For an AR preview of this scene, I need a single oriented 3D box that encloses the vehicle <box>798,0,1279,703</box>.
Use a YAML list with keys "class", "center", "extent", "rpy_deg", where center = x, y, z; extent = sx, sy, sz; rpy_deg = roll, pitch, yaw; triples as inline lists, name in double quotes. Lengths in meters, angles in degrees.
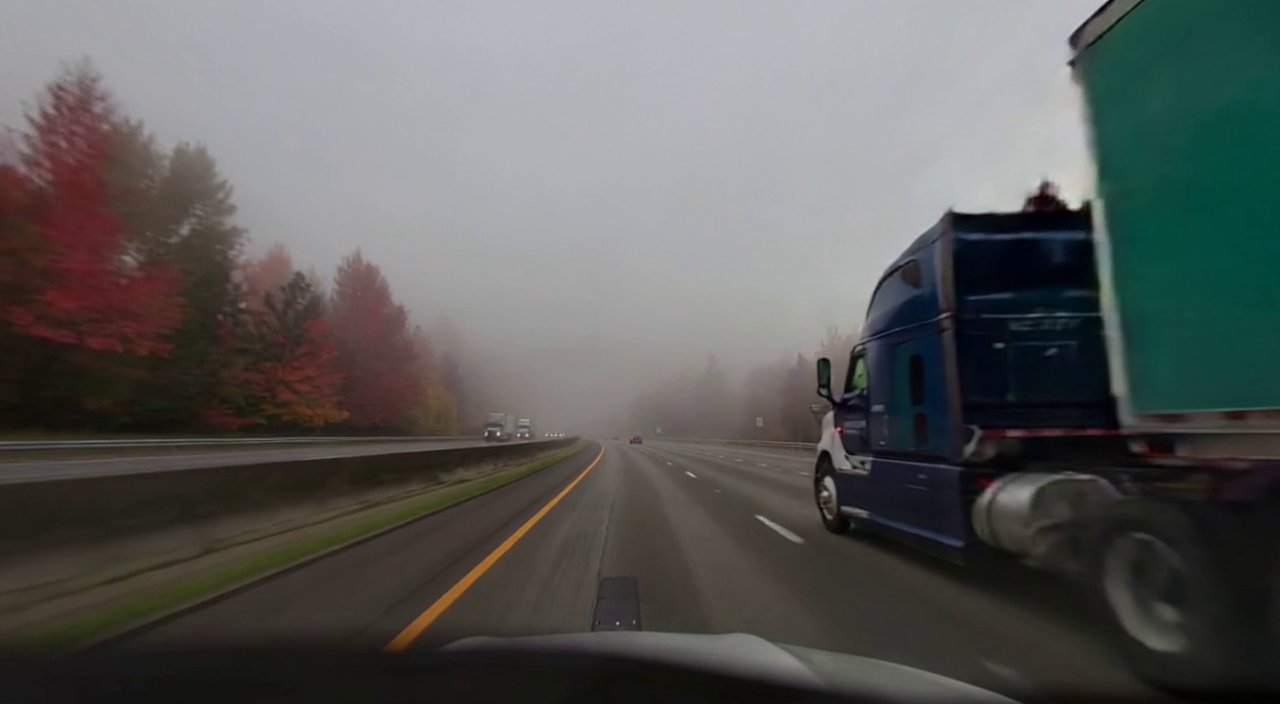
- class: "vehicle"
  center: [3.695, -0.008, 5.400]
  extent: [2.985, 4.066, 6.190]
  rpy_deg: [0, -8, 0]
